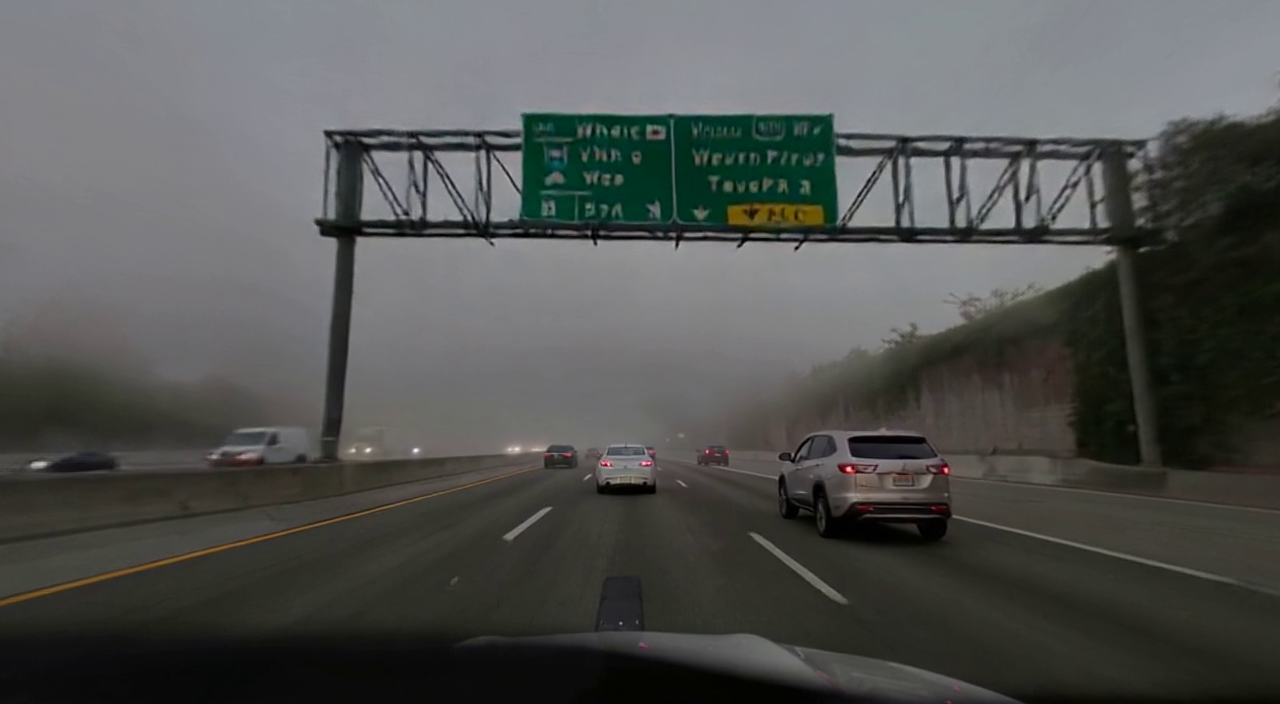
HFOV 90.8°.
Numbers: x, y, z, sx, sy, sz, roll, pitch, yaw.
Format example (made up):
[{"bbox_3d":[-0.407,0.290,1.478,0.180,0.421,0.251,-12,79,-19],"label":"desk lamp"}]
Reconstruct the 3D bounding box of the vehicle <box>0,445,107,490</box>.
[{"bbox_3d":[-21.935,4.078,22.658,2.141,1.462,4.057,0,-9,-2],"label":"vehicle"}]

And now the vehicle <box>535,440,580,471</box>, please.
[{"bbox_3d":[-4.985,6.338,38.919,2.218,1.776,5.031,0,-9,-1],"label":"vehicle"}]

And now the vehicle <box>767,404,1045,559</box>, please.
[{"bbox_3d":[3.615,1.870,9.851,2.162,1.800,4.693,0,-9,-2],"label":"vehicle"}]

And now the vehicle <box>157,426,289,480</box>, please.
[{"bbox_3d":[-17.973,4.385,27.675,2.233,2.092,5.457,0,-9,-3],"label":"vehicle"}]

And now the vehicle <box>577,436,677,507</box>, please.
[{"bbox_3d":[-0.323,2.823,15.359,2.098,1.475,3.997,0,-8,-2],"label":"vehicle"}]
